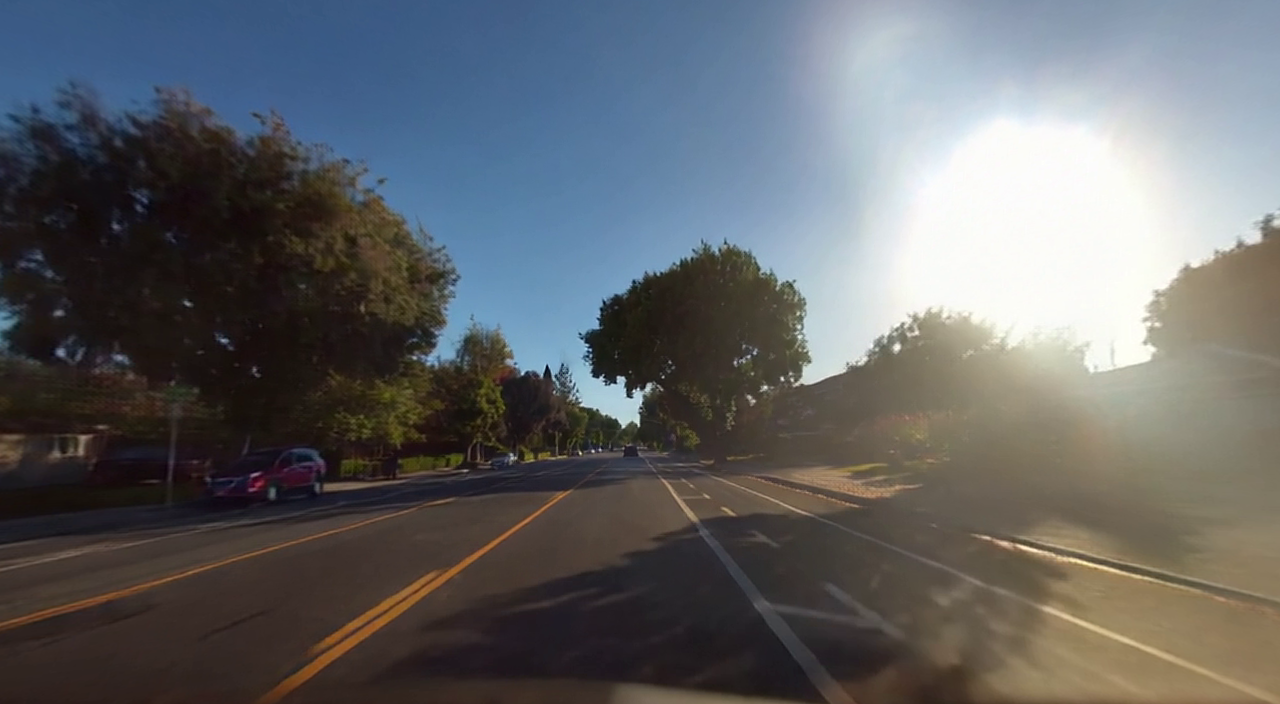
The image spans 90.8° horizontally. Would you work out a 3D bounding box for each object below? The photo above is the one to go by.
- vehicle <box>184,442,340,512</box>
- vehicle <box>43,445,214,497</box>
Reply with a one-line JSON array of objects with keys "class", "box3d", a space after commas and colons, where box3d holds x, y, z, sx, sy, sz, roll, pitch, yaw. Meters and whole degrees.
[{"class": "vehicle", "box3d": [-11.804, 3.923, 20.256, 2.062, 1.821, 4.880, -3, -10, -1]}, {"class": "vehicle", "box3d": [-19.370, 4.496, 24.100, 4.668, 1.824, 1.999, 0, -9, -1]}]
